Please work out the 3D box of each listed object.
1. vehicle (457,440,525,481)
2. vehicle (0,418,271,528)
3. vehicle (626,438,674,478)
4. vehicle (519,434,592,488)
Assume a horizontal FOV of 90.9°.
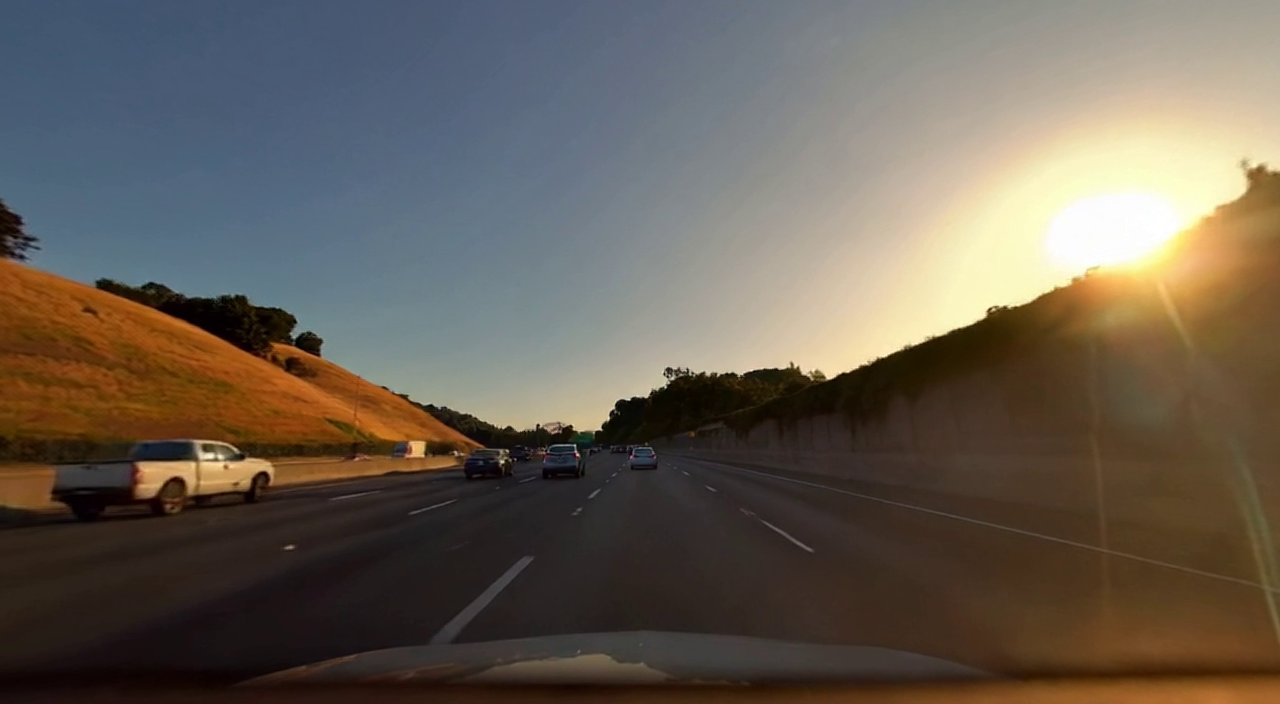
[{"bbox_3d":[-6.736,4.946,28.991,2.059,1.745,4.239,0,-9,1],"label":"vehicle"},{"bbox_3d":[-10.813,2.556,13.937,2.054,1.933,5.247,0,-9,1],"label":"vehicle"},{"bbox_3d":[0.447,5.251,31.496,2.233,1.804,4.273,0,-9,0],"label":"vehicle"},{"bbox_3d":[-3.091,4.108,24.088,2.093,1.820,4.506,0,-9,1],"label":"vehicle"}]
